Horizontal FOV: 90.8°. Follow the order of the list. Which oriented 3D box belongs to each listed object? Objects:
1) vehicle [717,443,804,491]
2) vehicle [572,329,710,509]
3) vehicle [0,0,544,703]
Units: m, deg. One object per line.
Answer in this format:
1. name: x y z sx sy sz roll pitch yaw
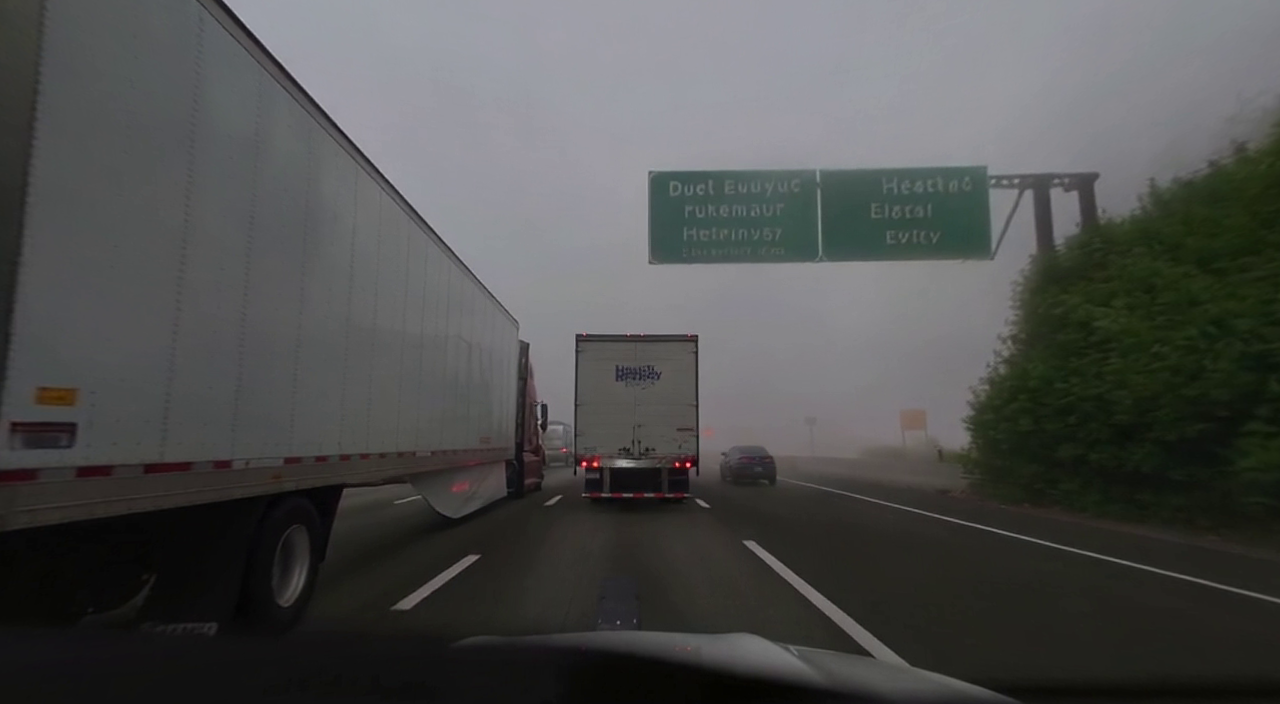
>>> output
1. vehicle: 3.966 3.849 21.608 2.010 1.446 4.579 0 -9 -1
2. vehicle: -0.033 2.133 18.409 2.910 3.828 9.805 0 -9 -1
3. vehicle: -4.086 0.646 9.075 2.873 4.107 15.970 0 -9 0
